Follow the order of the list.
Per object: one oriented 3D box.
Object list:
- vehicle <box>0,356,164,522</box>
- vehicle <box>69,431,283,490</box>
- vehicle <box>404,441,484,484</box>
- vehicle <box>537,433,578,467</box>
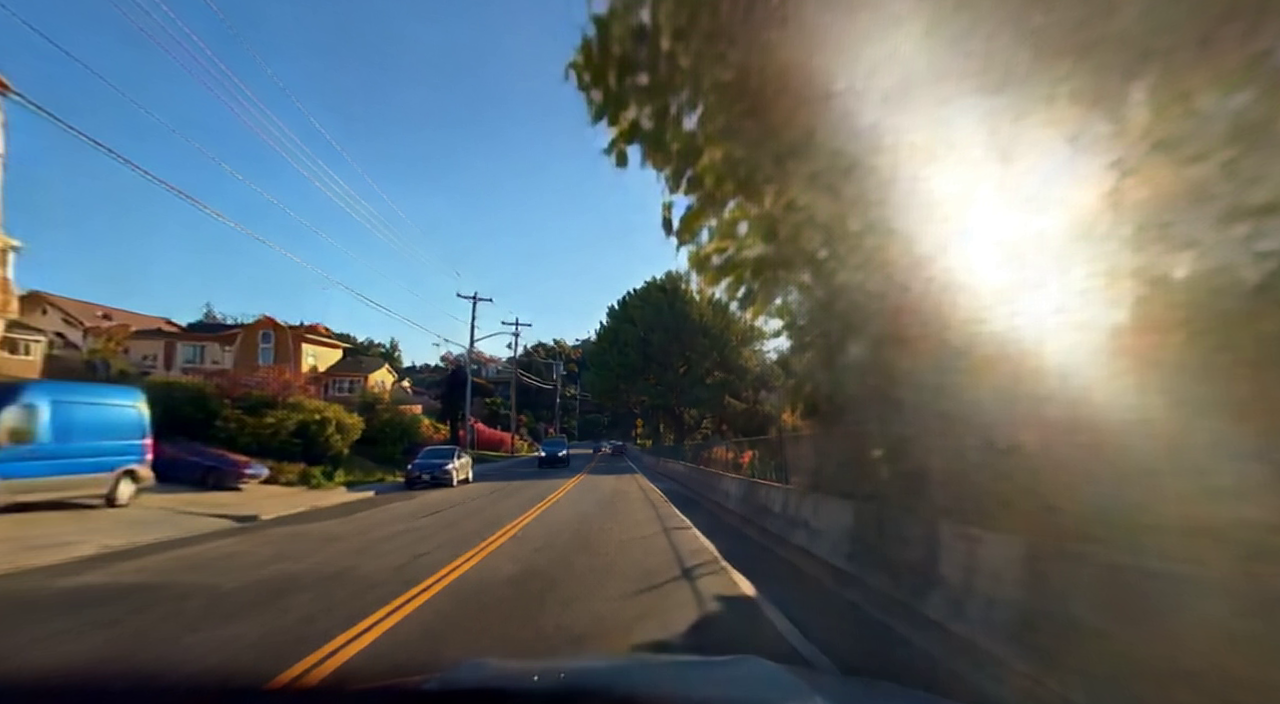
[{"bbox_3d":[-11.787,1.612,11.499,2.451,2.641,5.869,1,-9,-10],"label":"vehicle"},{"bbox_3d":[-13.286,3.118,18.369,4.524,1.592,1.955,1,-9,-6],"label":"vehicle"},{"bbox_3d":[-7.674,4.367,25.287,1.863,1.522,4.901,0,-8,-3],"label":"vehicle"},{"bbox_3d":[-4.904,5.904,38.083,2.057,1.905,4.670,0,-8,-2],"label":"vehicle"}]
